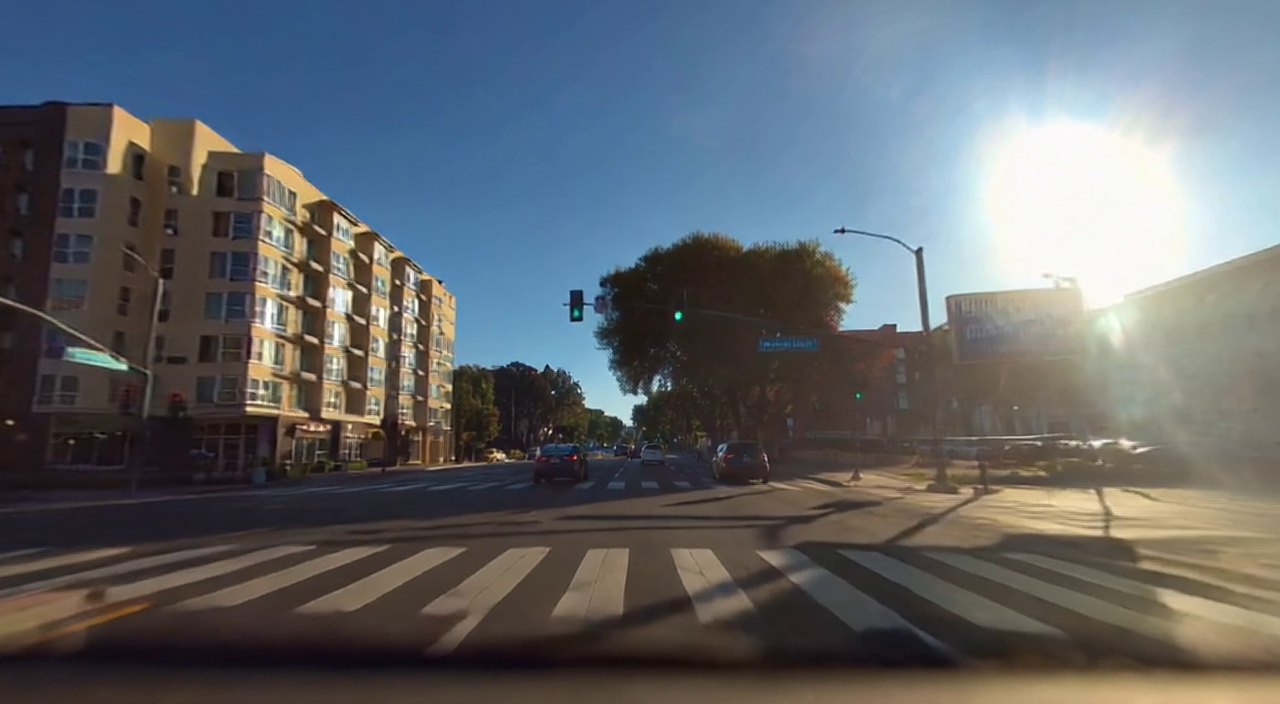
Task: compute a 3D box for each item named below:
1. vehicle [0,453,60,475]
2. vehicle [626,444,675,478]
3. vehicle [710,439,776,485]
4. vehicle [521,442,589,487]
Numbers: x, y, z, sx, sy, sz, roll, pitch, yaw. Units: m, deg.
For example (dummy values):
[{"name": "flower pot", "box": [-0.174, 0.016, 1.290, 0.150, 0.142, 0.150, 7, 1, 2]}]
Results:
[{"name": "vehicle", "box": [-44.763, 8.020, 45.245, 1.817, 1.450, 4.567, 0, -9, 2]}, {"name": "vehicle", "box": [0.444, 5.023, 29.277, 2.103, 1.468, 4.094, 0, -9, 0]}, {"name": "vehicle", "box": [3.972, 4.320, 24.940, 1.987, 1.637, 3.896, 0, -9, 0]}, {"name": "vehicle", "box": [-3.020, 4.098, 23.264, 1.860, 1.510, 4.073, 0, -9, 1]}]
